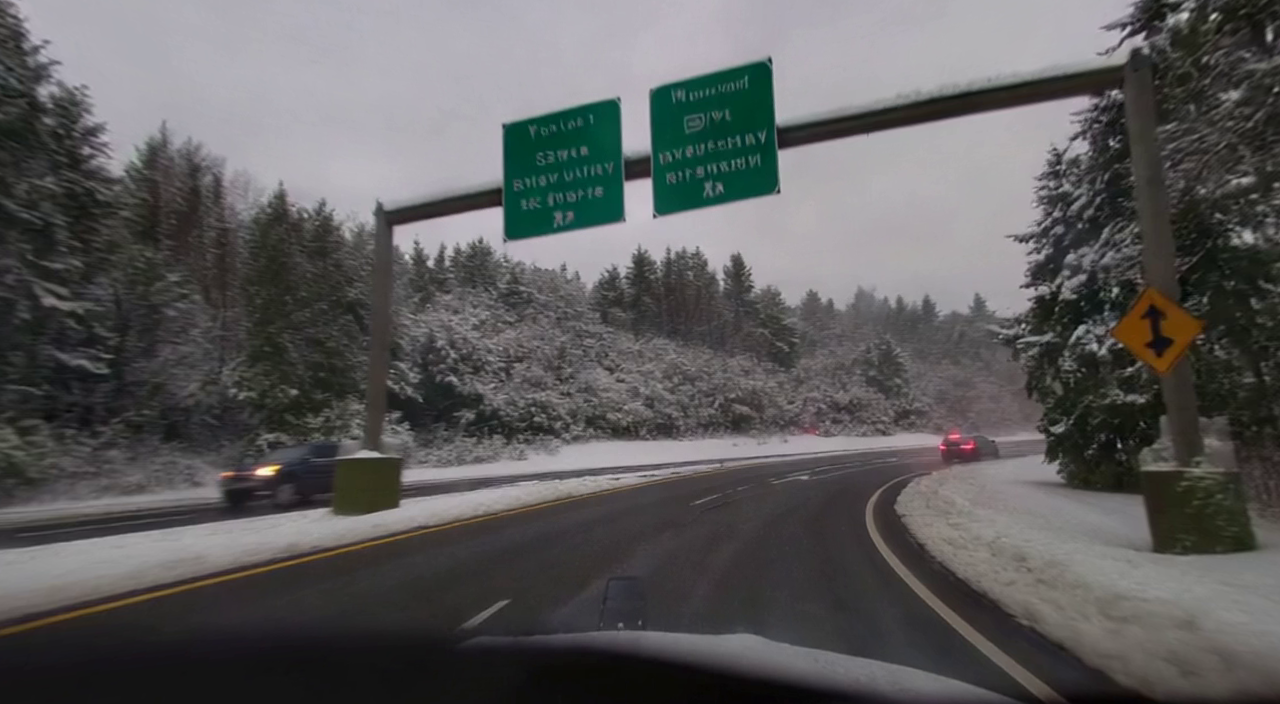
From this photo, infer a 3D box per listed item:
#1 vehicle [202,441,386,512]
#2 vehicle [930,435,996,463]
[{"bbox_3d":[-7.749,2.784,14.484,1.704,1.392,3.351,-3,-10,19],"label":"vehicle"},{"bbox_3d":[17.645,5.300,34.340,3.645,1.427,1.807,7,-12,-39],"label":"vehicle"}]
